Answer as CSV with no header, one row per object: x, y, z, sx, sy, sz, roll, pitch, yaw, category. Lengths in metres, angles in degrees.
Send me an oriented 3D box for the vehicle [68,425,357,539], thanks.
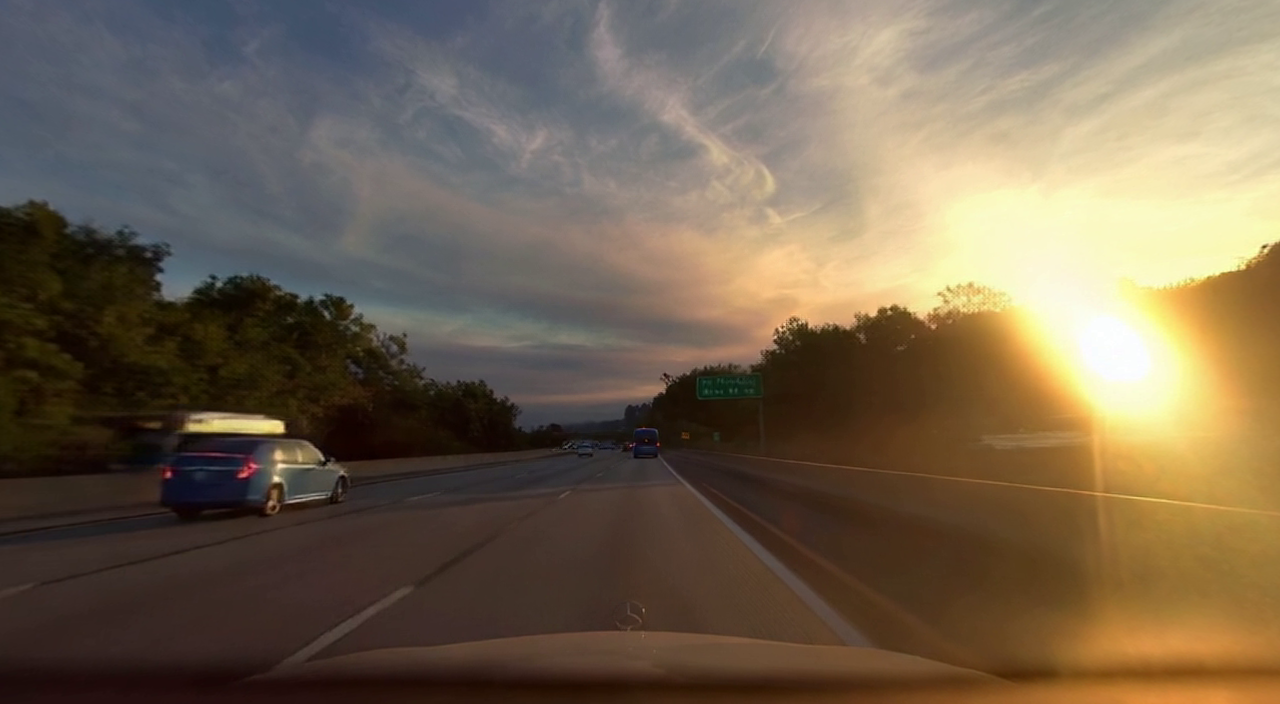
-7.459,2.283,11.806,2.080,1.674,4.660,0,-8,1,vehicle
